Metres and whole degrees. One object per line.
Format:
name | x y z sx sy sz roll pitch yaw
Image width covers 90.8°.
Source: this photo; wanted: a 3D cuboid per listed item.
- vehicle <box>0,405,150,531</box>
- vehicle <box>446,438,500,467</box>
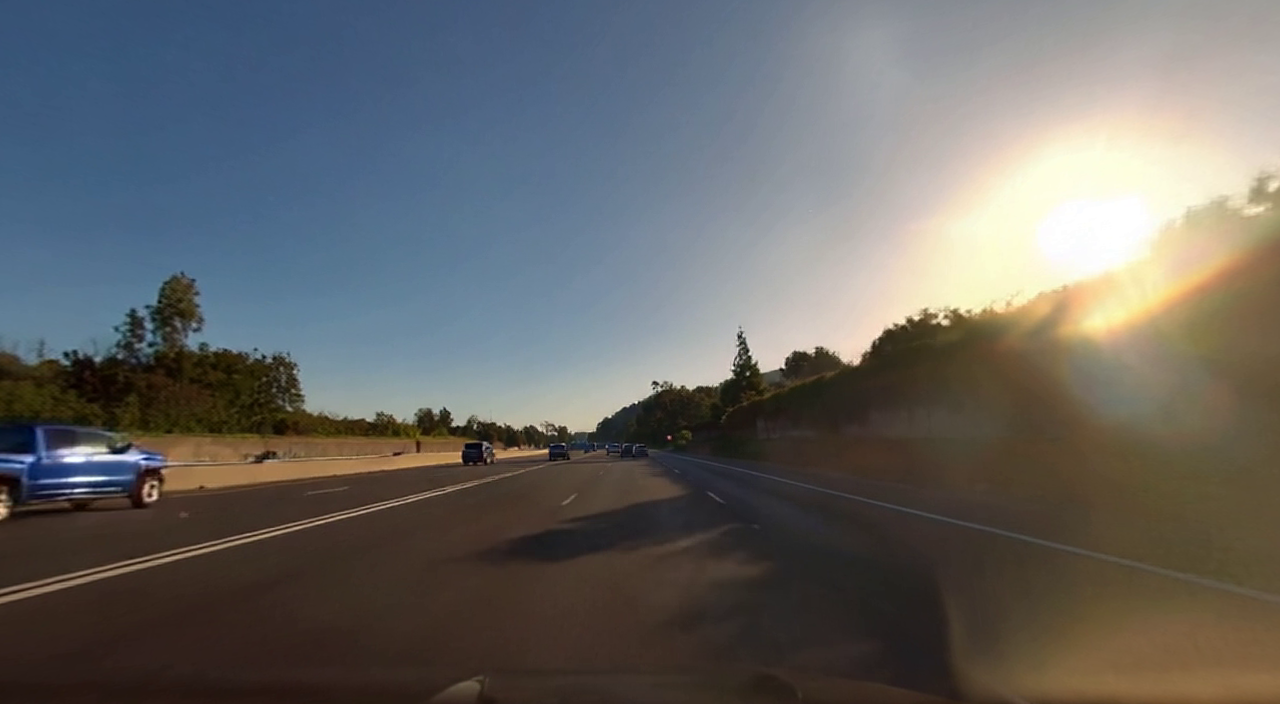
vehicle | -10.630 1.806 9.877 2.012 1.875 4.895 0 -9 -1
vehicle | -10.833 6.572 41.427 2.195 1.795 4.659 0 -9 1
